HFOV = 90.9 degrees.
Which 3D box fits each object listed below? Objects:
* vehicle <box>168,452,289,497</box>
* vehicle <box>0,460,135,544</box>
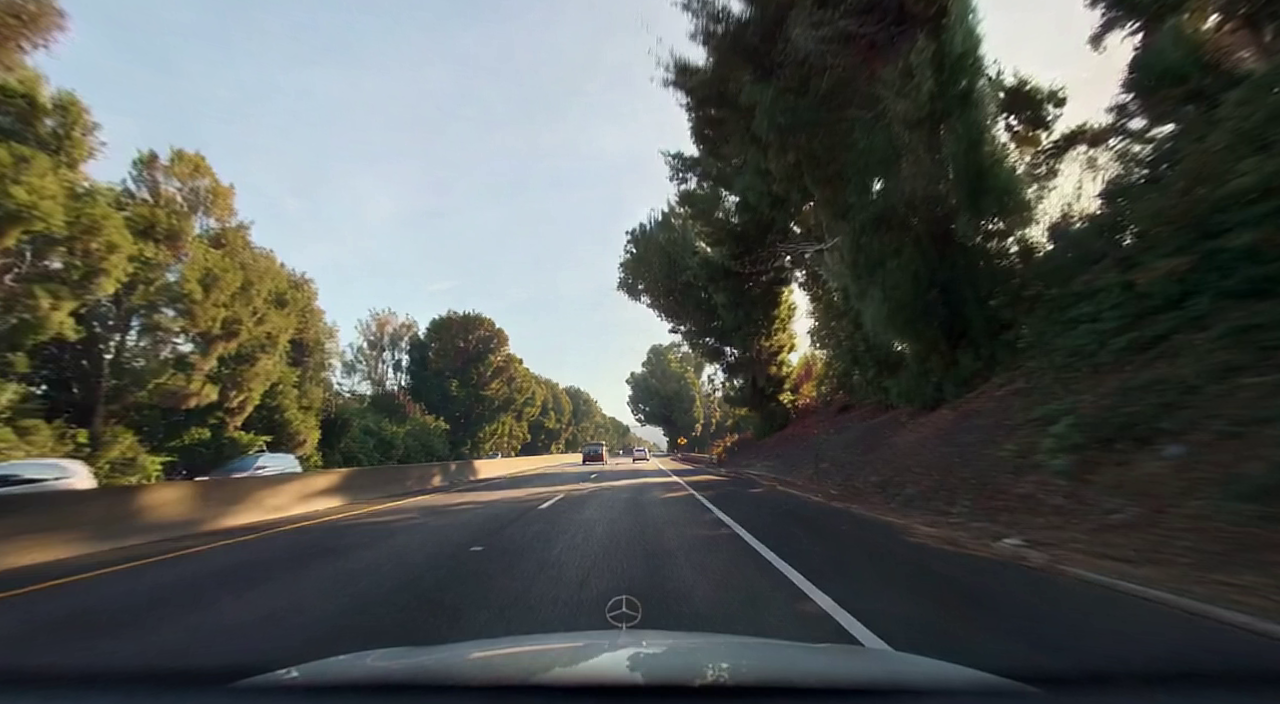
[{"bbox_3d":[-16.870,5.013,26.161,1.995,1.662,4.464,0,-9,0],"label":"vehicle"},{"bbox_3d":[-12.835,2.935,12.493,1.943,1.477,4.441,0,-9,0],"label":"vehicle"}]
